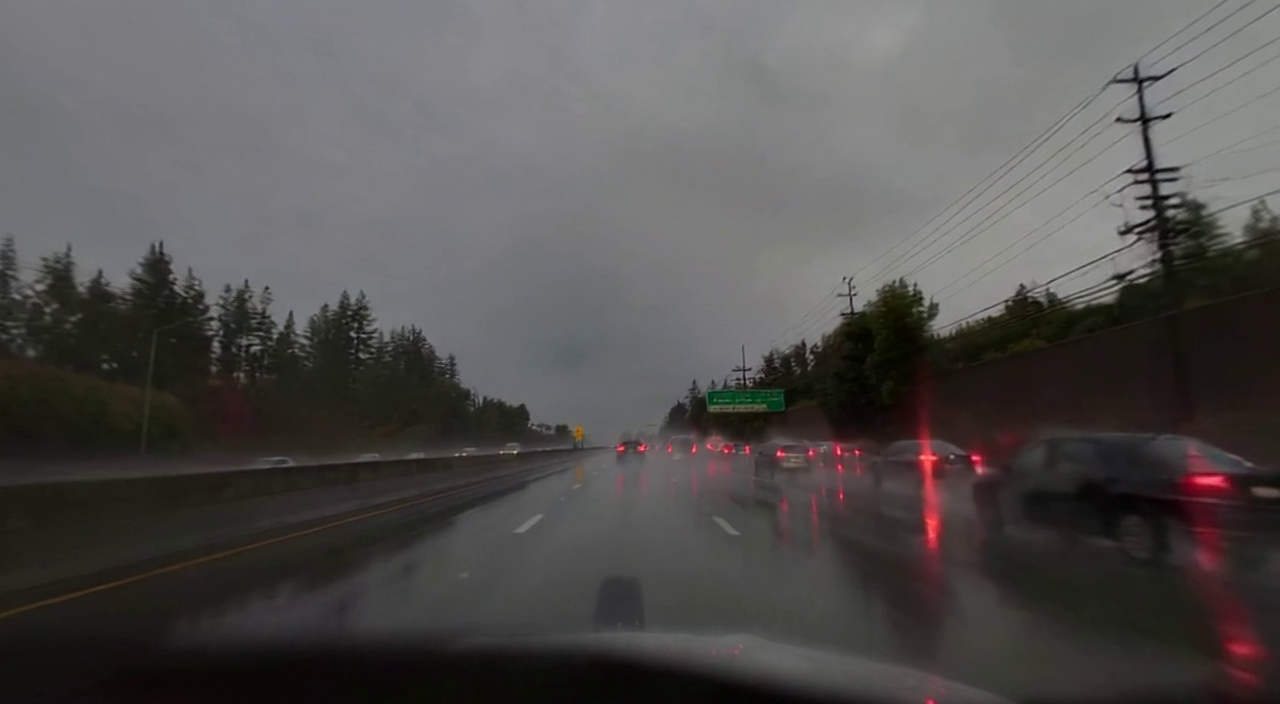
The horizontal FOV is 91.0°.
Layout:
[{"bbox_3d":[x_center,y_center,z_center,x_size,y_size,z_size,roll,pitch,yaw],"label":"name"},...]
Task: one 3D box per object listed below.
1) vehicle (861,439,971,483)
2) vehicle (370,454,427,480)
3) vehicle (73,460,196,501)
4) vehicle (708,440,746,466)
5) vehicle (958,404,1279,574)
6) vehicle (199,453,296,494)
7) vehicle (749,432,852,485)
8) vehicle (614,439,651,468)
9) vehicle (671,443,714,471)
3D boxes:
[{"bbox_3d":[10.503,4.163,24.396,1.999,1.503,4.715,0,-8,-2],"label":"vehicle"},{"bbox_3d":[-15.579,7.427,40.868,1.835,1.504,4.605,0,-9,0],"label":"vehicle"},{"bbox_3d":[-23.024,5.841,28.940,1.884,1.625,4.540,0,-8,-1],"label":"vehicle"},{"bbox_3d":[6.325,7.413,46.330,2.011,1.737,4.286,0,-8,-2],"label":"vehicle"},{"bbox_3d":[6.705,1.742,8.809,2.066,1.739,4.493,0,-9,-1],"label":"vehicle"},{"bbox_3d":[-18.883,5.824,30.547,1.925,1.810,4.318,0,-8,-1],"label":"vehicle"},{"bbox_3d":[5.987,4.048,24.219,2.145,1.822,4.791,1,-9,-7],"label":"vehicle"},{"bbox_3d":[-0.491,6.633,41.341,2.314,1.796,4.254,0,-8,-1],"label":"vehicle"},{"bbox_3d":[2.985,6.061,36.514,1.948,1.476,4.691,0,-8,-2],"label":"vehicle"}]
